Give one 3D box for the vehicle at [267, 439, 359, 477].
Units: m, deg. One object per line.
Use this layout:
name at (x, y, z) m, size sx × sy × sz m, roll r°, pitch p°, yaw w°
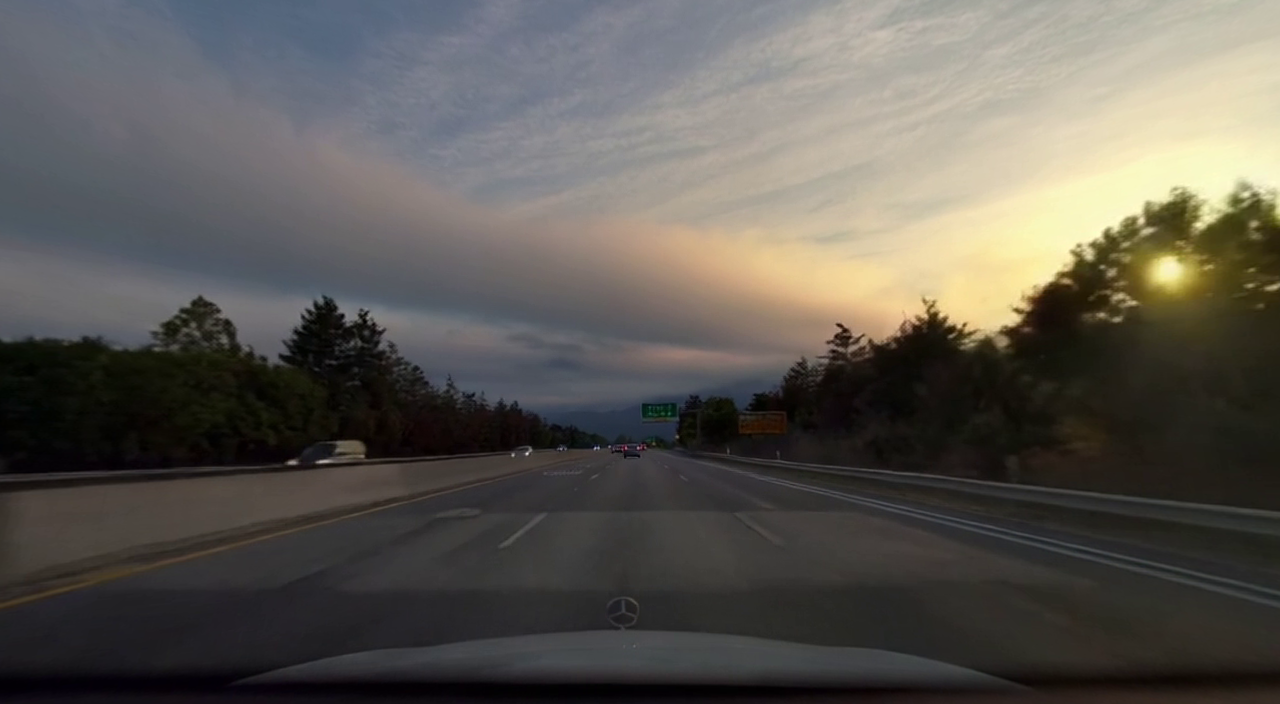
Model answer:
vehicle at (-15.820, 5.168, 30.760) m, size 1.966 × 1.673 × 4.789 m, roll 0°, pitch -9°, yaw -1°
